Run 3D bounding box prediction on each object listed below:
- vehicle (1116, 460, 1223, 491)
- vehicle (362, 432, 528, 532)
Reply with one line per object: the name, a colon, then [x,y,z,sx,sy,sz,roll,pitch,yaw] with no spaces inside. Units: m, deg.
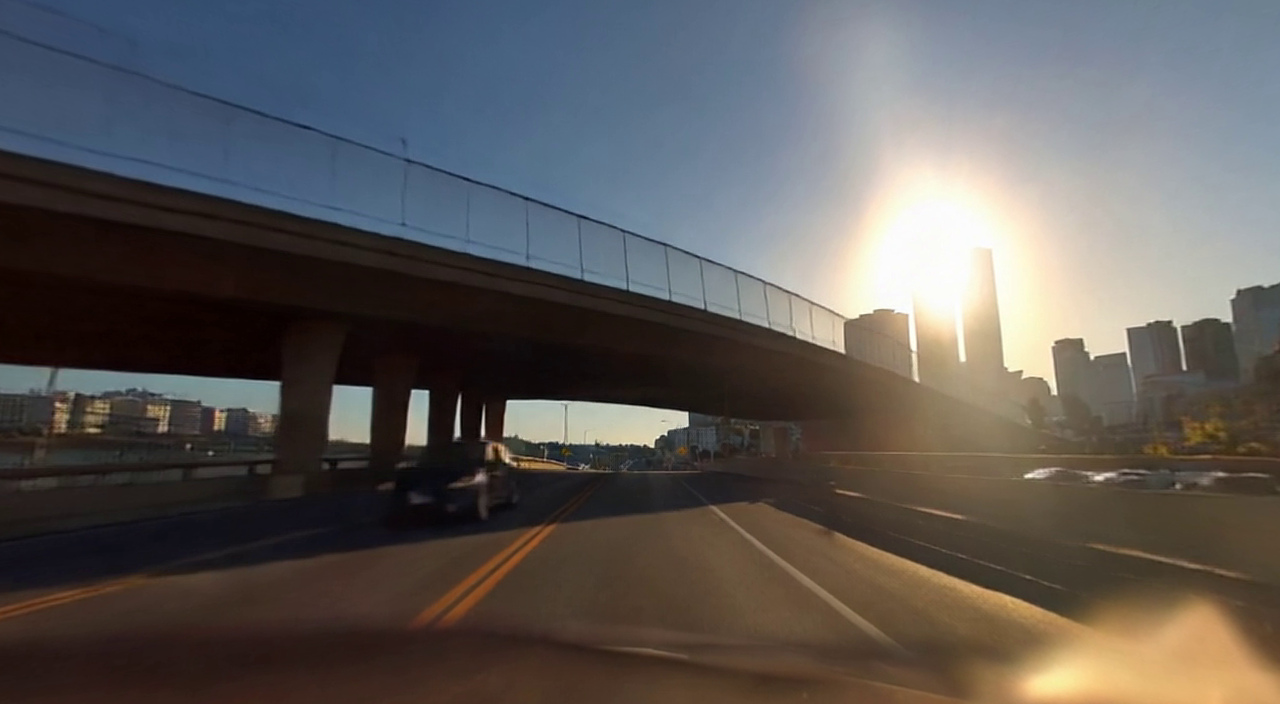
vehicle: [27.712,6.485,33.159,3.924,1.457,1.716,0,-15,-2]
vehicle: [-3.868,2.651,13.493,2.096,1.743,4.420,0,-9,0]
